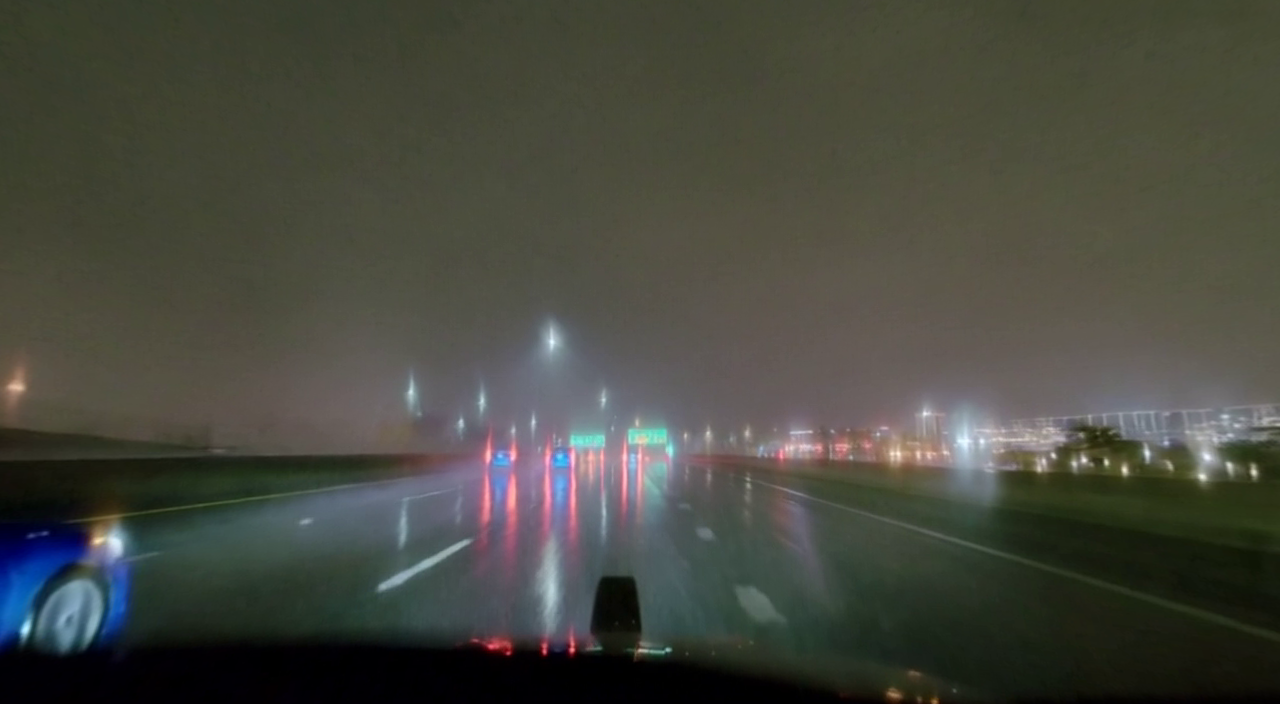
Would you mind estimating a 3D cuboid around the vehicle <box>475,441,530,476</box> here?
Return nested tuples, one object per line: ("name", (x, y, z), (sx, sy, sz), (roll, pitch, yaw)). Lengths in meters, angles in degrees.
("vehicle", (-7.776, 6.072, 36.302), (2.040, 1.824, 4.917), (0, -9, 0))

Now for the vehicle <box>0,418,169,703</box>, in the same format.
("vehicle", (-4.050, 0.873, 1.690), (2.114, 1.480, 4.473), (0, -9, 0))

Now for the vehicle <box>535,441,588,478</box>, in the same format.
("vehicle", (-3.848, 5.362, 31.668), (2.075, 1.702, 4.257), (0, -9, 0))
